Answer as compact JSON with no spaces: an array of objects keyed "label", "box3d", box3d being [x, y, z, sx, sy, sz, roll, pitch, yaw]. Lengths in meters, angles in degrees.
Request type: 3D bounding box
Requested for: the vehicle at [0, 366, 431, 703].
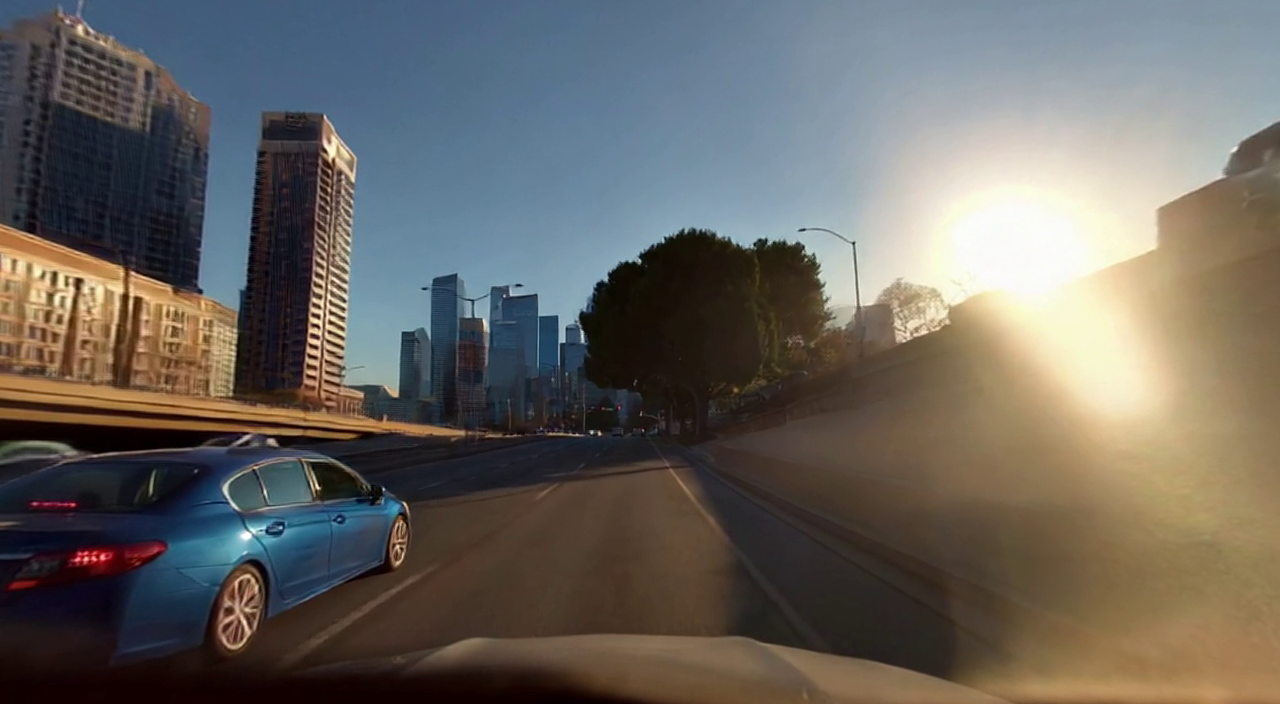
[{"label":"vehicle","box3d":[-3.088,1.075,3.955,2.041,1.470,4.290,0,-9,1]}]
